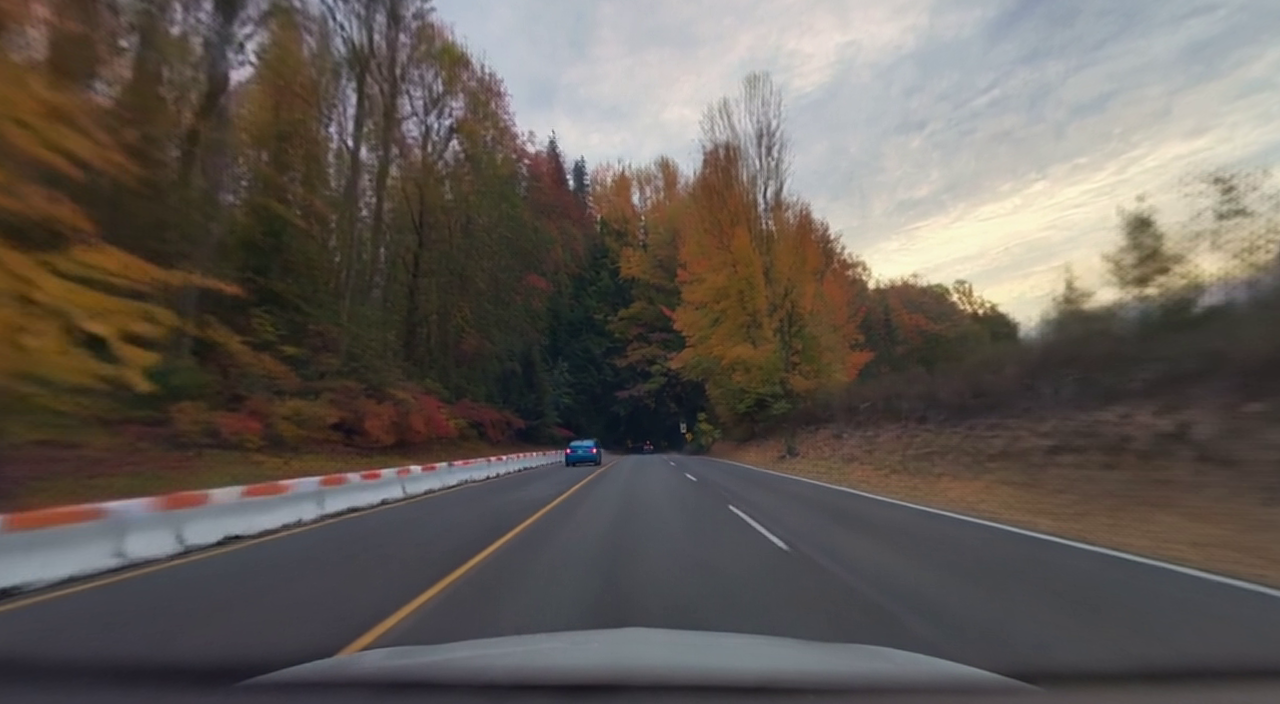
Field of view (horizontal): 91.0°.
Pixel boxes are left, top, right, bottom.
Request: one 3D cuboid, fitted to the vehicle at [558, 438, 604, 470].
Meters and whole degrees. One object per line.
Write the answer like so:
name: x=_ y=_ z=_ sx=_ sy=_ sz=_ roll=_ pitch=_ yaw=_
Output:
vehicle: x=-2.901 y=5.141 z=31.897 sx=1.902 sy=1.505 sz=4.016 roll=0 pitch=-8 yaw=0
